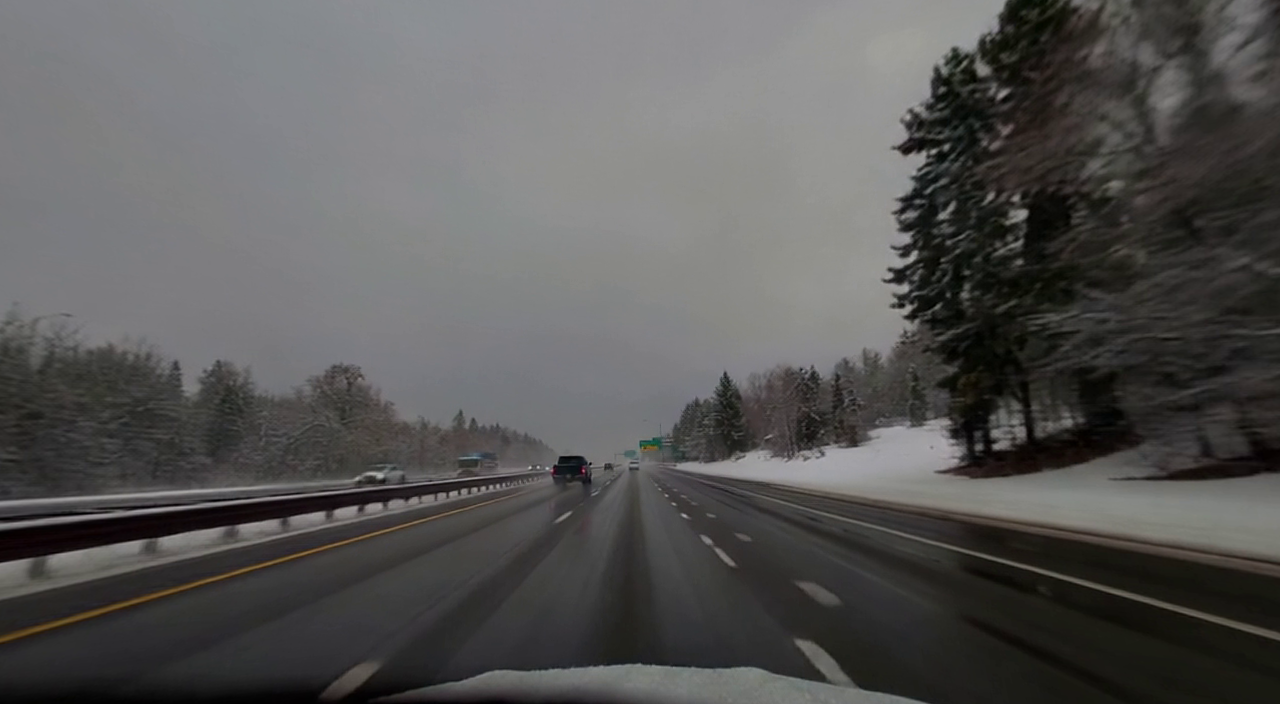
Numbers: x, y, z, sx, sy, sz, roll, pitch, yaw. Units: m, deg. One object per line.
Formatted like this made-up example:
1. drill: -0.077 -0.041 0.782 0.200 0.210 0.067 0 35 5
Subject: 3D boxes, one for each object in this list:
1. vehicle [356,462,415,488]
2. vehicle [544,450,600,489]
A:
1. vehicle: -15.654 7.589 38.972 1.841 1.497 4.052 0 -10 1
2. vehicle: -3.506 6.220 33.381 2.390 1.879 4.423 1 -10 1
